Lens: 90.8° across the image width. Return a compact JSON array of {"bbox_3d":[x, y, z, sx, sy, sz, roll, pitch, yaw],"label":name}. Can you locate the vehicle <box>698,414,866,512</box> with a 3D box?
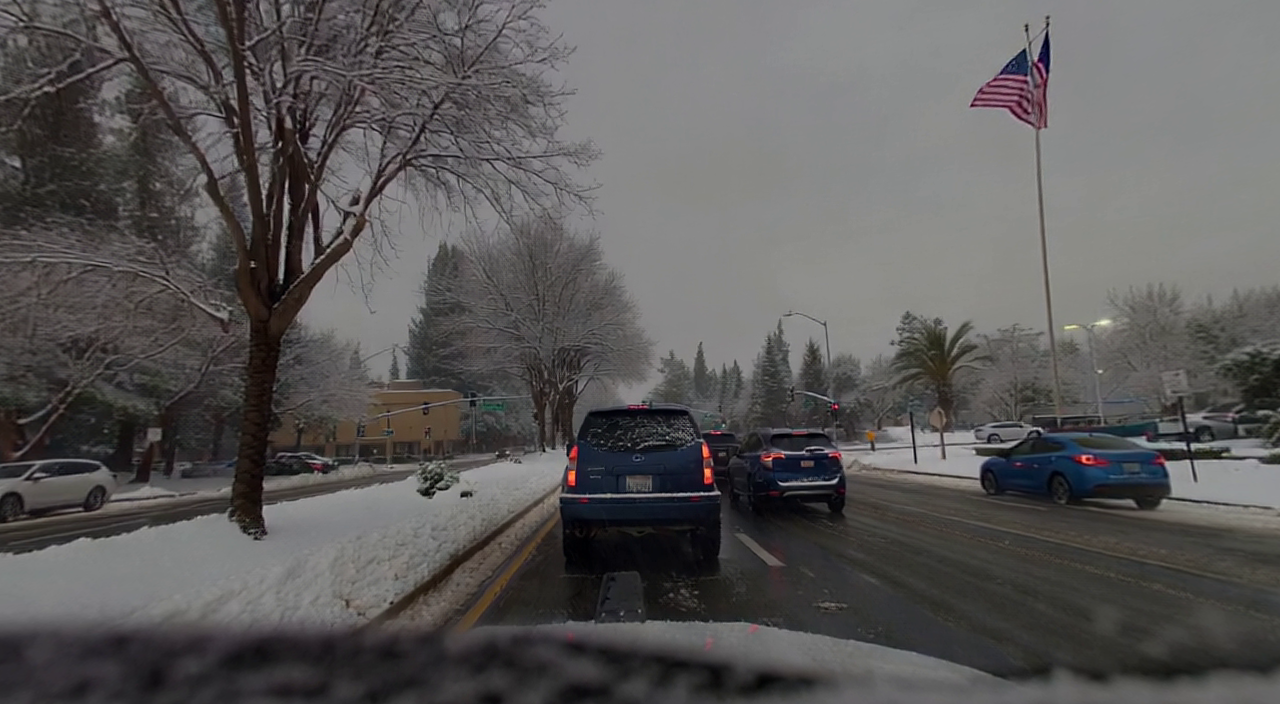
[{"bbox_3d":[3.256,2.790,16.383,2.773,2.021,6.212,0,-9,-2],"label":"vehicle"}]

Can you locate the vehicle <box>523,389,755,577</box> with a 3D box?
[{"bbox_3d":[-0.121,1.693,8.923,2.402,1.938,4.535,0,-9,-3],"label":"vehicle"}]

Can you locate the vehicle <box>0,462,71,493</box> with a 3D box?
[{"bbox_3d":[-45.692,9.058,45.761,6.410,2.078,2.584,0,-9,0],"label":"vehicle"}]

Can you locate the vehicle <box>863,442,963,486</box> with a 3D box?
[{"bbox_3d":[10.184,4.178,23.978,1.855,1.495,4.143,0,-9,-1],"label":"vehicle"}]

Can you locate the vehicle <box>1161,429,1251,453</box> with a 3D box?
[{"bbox_3d":[36.417,5.762,40.841,1.839,1.455,4.395,0,-9,2],"label":"vehicle"}]

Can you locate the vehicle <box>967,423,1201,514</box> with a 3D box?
[{"bbox_3d":[9.992,2.649,14.843,2.155,1.779,4.582,0,-9,0],"label":"vehicle"}]
